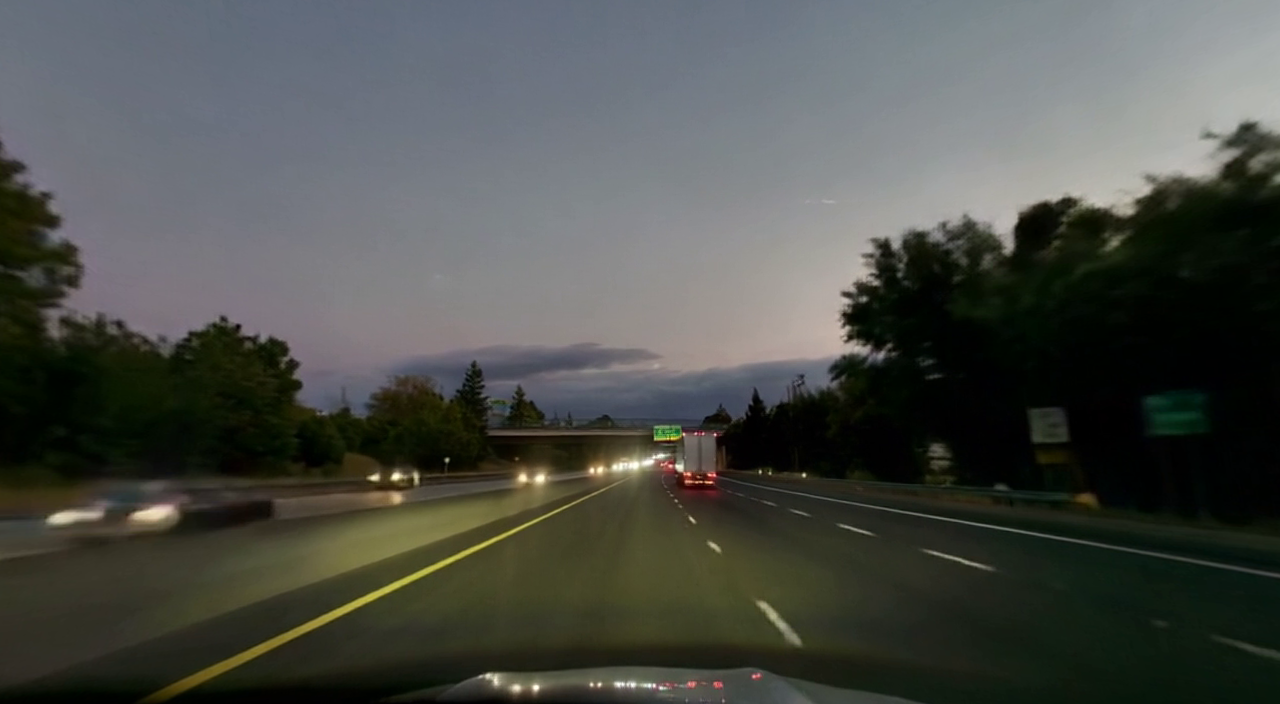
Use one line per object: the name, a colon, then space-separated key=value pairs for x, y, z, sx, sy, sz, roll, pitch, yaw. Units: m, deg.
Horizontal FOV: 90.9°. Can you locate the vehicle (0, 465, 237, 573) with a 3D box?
vehicle: x=-9.713 y=2.835 z=11.365 sx=2.046 sy=1.536 sz=4.145 roll=1 pitch=-10 yaw=1
